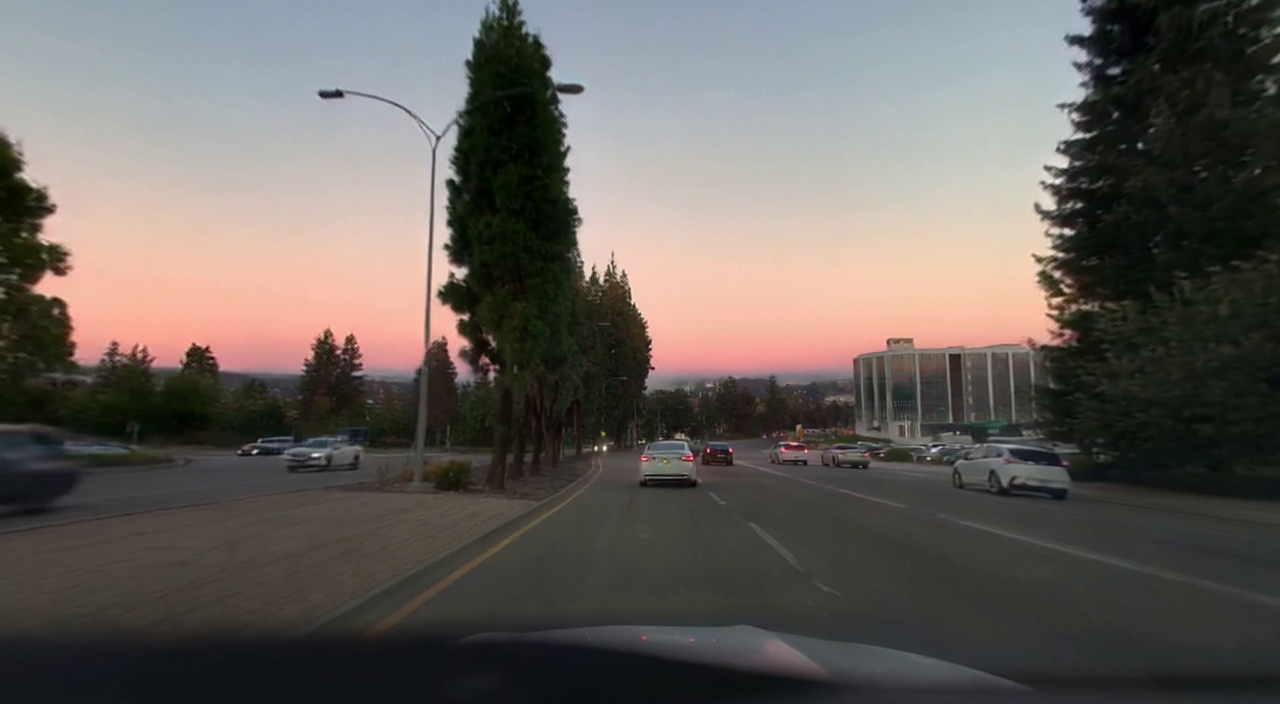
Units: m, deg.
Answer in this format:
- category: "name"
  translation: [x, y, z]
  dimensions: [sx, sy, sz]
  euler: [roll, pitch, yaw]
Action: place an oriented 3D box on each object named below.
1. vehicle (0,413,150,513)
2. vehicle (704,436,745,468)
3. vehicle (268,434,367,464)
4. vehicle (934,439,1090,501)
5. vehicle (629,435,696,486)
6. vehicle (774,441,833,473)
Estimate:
- category: "vehicle"
  translation: [-10.710, 1.813, 10.402]
  dimensions: [1.938, 1.502, 4.209]
  euler: [1, -8, -3]
- category: "vehicle"
  translation: [5.015, 5.992, 37.765]
  dimensions: [1.976, 1.796, 4.159]
  euler: [0, -8, 2]
- category: "vehicle"
  translation: [-13.613, 4.132, 26.904]
  dimensions: [1.890, 1.132, 4.497]
  euler: [0, -8, 0]
- category: "vehicle"
  translation: [11.638, 3.693, 20.222]
  dimensions: [2.106, 1.719, 4.830]
  euler: [0, -8, 1]
- category: "vehicle"
  translation: [0.753, 3.787, 22.242]
  dimensions: [2.145, 1.603, 4.369]
  euler: [0, -8, 1]
- category: "vehicle"
  translation: [8.279, 5.348, 32.320]
  dimensions: [1.928, 1.488, 4.361]
  euler: [0, -8, 1]
